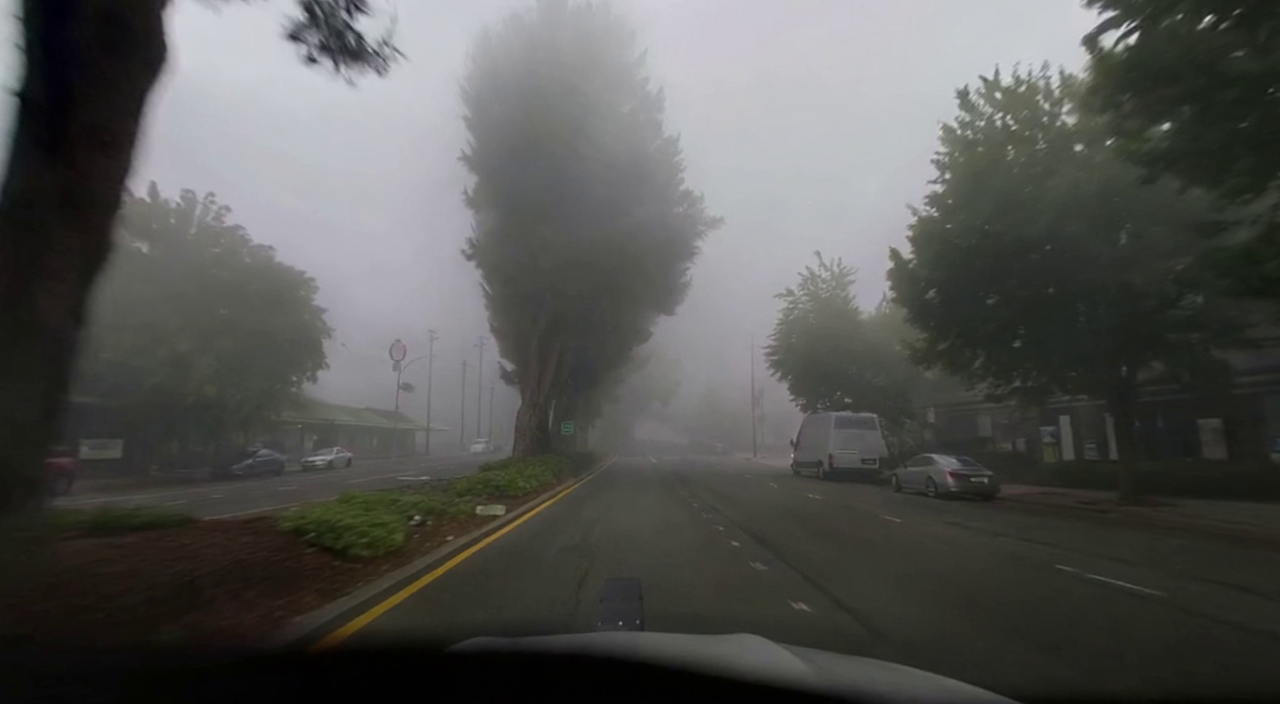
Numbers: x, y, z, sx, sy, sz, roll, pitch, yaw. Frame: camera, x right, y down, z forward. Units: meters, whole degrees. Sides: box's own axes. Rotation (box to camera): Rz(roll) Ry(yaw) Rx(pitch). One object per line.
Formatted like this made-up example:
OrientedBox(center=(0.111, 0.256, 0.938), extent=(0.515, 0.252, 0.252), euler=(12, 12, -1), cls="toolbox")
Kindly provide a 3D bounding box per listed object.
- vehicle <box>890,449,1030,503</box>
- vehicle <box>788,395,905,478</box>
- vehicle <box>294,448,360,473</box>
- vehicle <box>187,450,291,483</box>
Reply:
OrientedBox(center=(9.666, 3.751, 19.634), extent=(1.827, 1.414, 4.879), euler=(0, -9, 0), cls="vehicle")
OrientedBox(center=(9.526, 4.153, 30.367), extent=(2.684, 3.381, 8.336), euler=(0, -9, -1), cls="vehicle")
OrientedBox(center=(-19.656, 6.819, 39.862), extent=(1.813, 1.465, 4.454), euler=(0, -9, 1), cls="vehicle")
OrientedBox(center=(-19.593, 5.580, 31.149), extent=(1.975, 1.484, 4.820), euler=(0, -9, 0), cls="vehicle")
